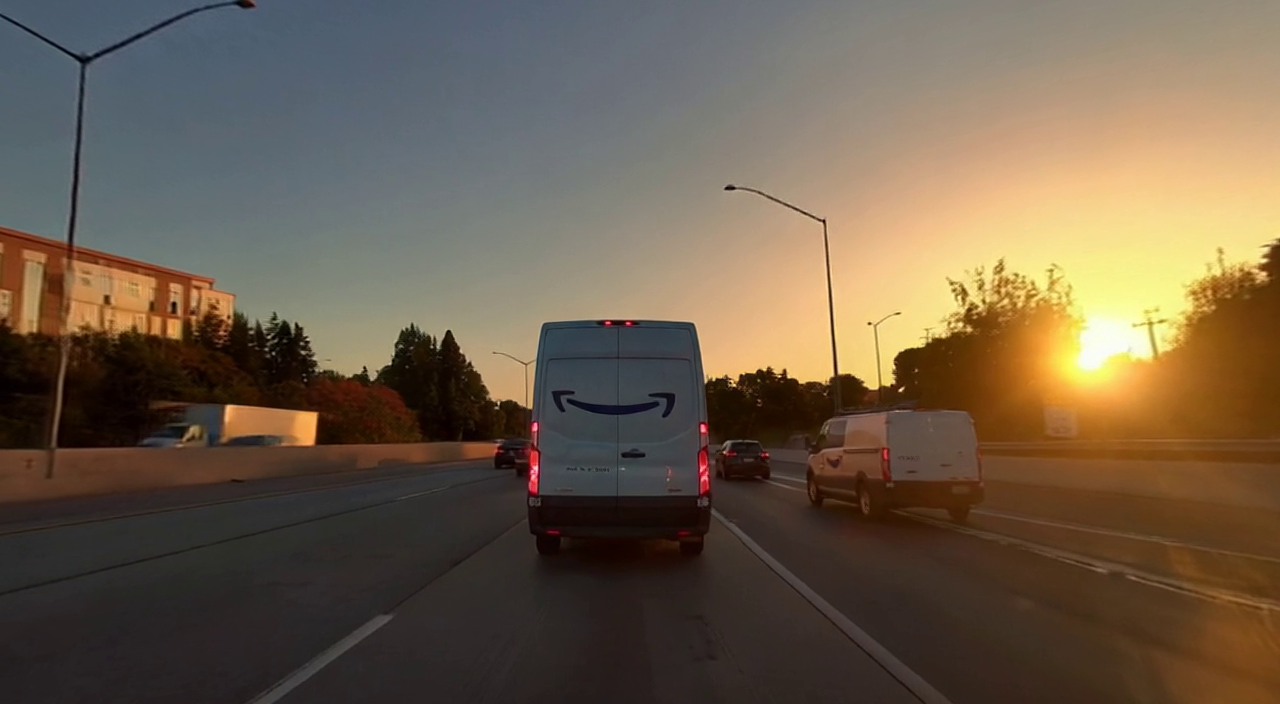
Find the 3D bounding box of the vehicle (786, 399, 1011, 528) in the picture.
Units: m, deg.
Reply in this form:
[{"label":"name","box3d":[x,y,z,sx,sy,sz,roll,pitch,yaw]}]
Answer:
[{"label":"vehicle","box3d":[4.696,2.148,12.635,2.179,1.999,5.331,1,-9,-1]}]

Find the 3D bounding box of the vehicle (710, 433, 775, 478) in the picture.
[{"label":"vehicle","box3d":[4.238,4.375,26.788,2.064,1.720,4.416,0,-9,0]}]

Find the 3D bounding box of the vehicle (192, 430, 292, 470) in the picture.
[{"label":"vehicle","box3d":[-16.088,3.986,25.668,1.619,1.467,3.619,0,-8,1]}]

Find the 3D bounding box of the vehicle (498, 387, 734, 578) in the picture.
[{"label":"vehicle","box3d":[-0.181,1.586,8.371,2.287,1.823,4.369,0,-9,1]}]

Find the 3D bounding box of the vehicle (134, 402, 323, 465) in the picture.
[{"label":"vehicle","box3d":[-29.448,6.257,47.000,2.891,3.833,16.639,0,-9,0]}]
